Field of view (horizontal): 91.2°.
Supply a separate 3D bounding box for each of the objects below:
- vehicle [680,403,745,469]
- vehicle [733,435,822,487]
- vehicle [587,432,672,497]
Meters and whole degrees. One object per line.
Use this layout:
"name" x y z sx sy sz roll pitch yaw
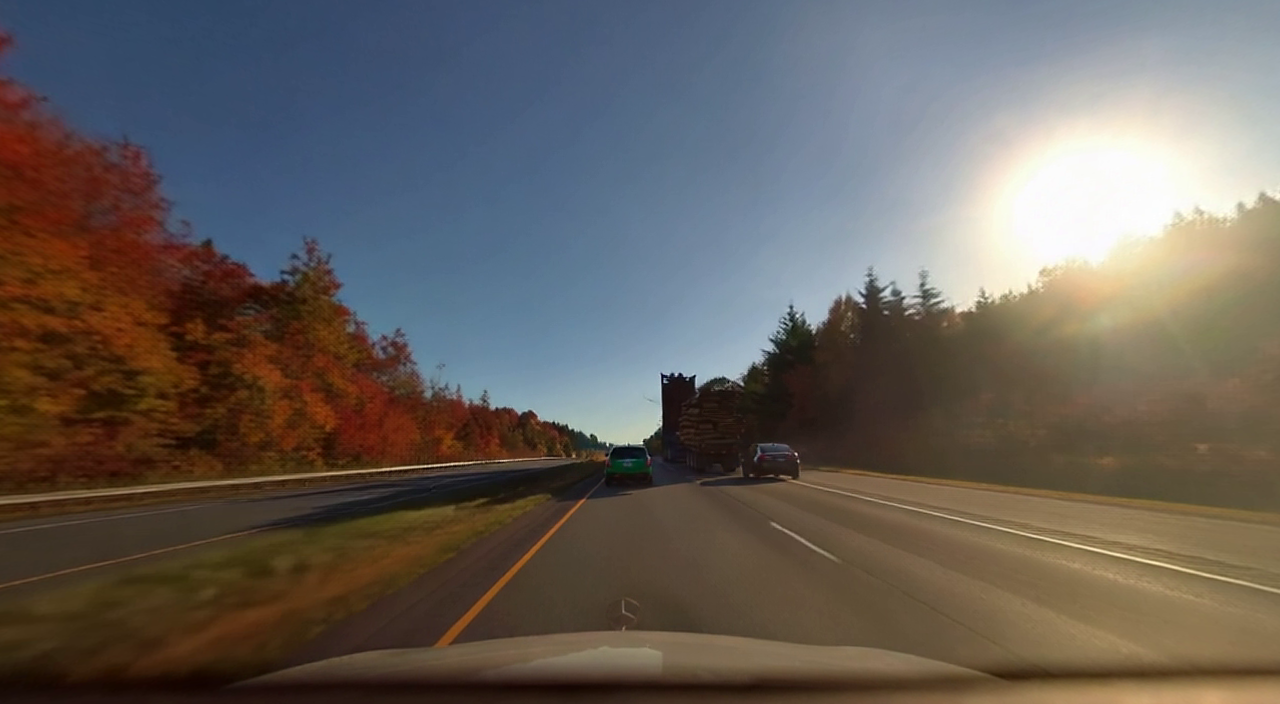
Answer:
"vehicle" 4.585 5.634 41.530 3.125 3.895 8.461 0 -9 -1
"vehicle" 4.864 3.925 22.920 2.057 1.660 4.525 0 -9 -2
"vehicle" -0.280 3.302 18.784 2.263 1.699 3.936 -1 -9 0
